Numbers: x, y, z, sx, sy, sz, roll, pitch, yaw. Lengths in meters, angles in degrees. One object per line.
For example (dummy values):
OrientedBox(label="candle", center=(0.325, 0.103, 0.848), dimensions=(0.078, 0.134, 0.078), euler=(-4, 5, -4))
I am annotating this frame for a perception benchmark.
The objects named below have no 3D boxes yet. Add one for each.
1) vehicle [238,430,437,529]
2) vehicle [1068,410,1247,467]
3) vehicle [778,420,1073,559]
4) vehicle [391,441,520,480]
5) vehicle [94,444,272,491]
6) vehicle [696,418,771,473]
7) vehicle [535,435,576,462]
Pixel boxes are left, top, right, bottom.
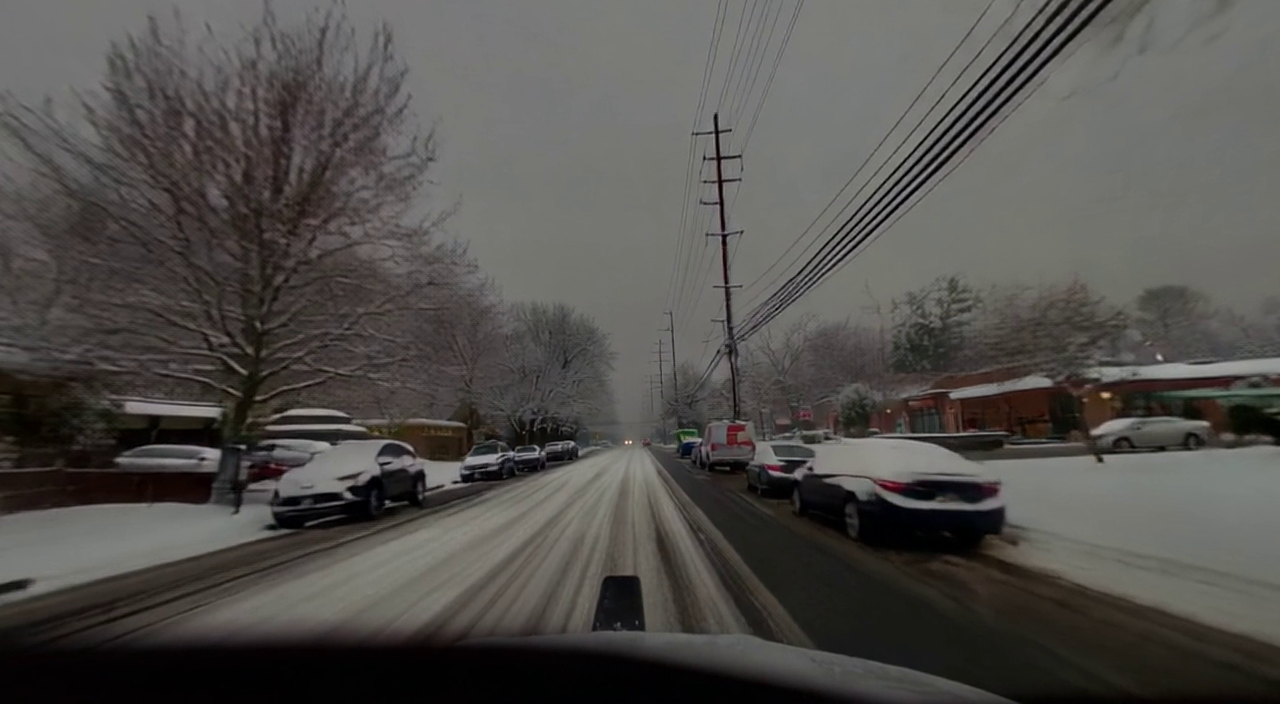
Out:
OrientedBox(label="vehicle", center=(-6.107, 2.578, 13.407), dimensions=(1.989, 1.693, 4.292), euler=(-2, -8, 2))
OrientedBox(label="vehicle", center=(18.518, 3.140, 22.705), dimensions=(4.555, 1.796, 2.001), euler=(-2, -8, 1))
OrientedBox(label="vehicle", center=(3.744, 1.898, 9.555), dimensions=(2.112, 1.528, 4.944), euler=(0, -8, -1))
OrientedBox(label="vehicle", center=(-7.642, 4.526, 26.479), dimensions=(4.935, 1.454, 1.900), euler=(-1, -8, -5))
OrientedBox(label="vehicle", center=(-15.279, 3.856, 21.251), dimensions=(4.388, 1.466, 2.008), euler=(0, -8, -1))
OrientedBox(label="vehicle", center=(3.925, 4.080, 27.514), dimensions=(2.396, 2.164, 5.381), euler=(0, -8, 0))
OrientedBox(label="vehicle", center=(-6.273, 7.224, 47.302), dimensions=(2.322, 1.913, 5.582), euler=(0, -8, 0))
